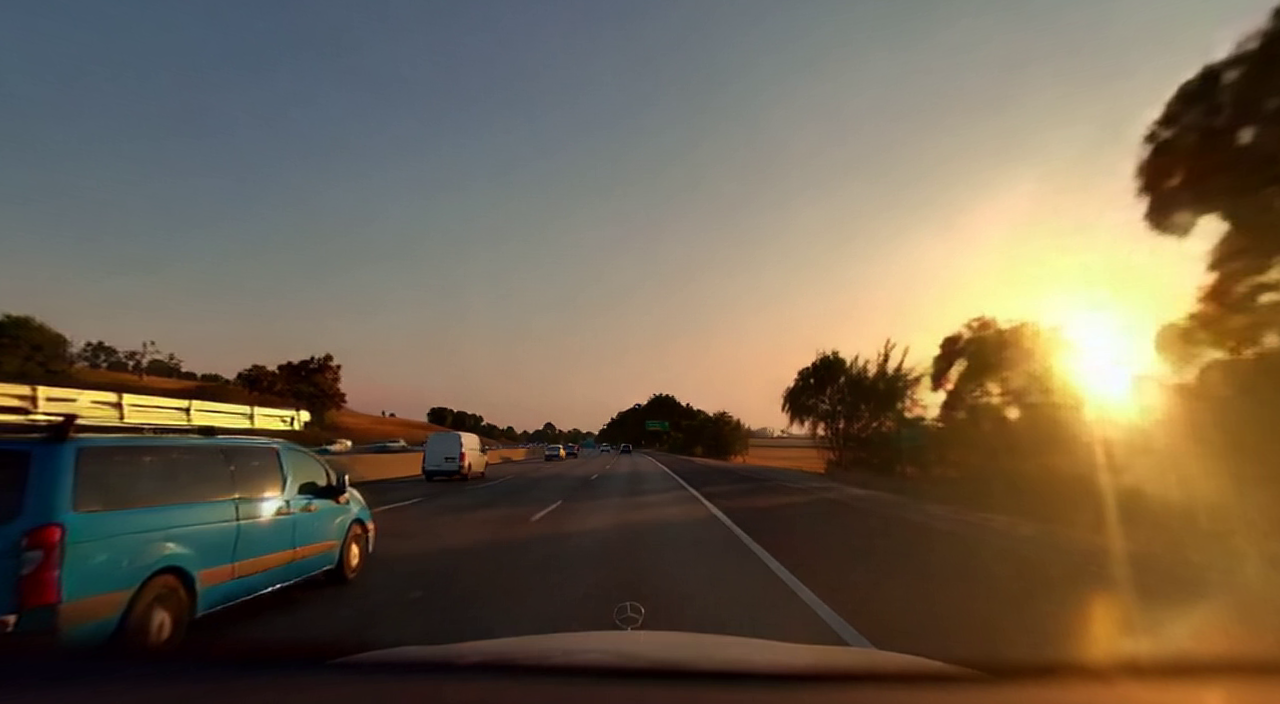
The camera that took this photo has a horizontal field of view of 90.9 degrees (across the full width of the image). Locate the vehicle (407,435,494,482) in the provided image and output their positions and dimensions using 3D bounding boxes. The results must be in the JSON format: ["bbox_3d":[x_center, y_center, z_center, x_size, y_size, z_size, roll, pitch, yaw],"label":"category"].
[{"bbox_3d":[-7.680,4.349,26.071,2.093,1.752,4.771,0,-9,0],"label":"vehicle"}]

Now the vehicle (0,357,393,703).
[{"bbox_3d":[-3.651,1.112,4.179,2.040,1.679,4.865,0,-9,0],"label":"vehicle"}]
